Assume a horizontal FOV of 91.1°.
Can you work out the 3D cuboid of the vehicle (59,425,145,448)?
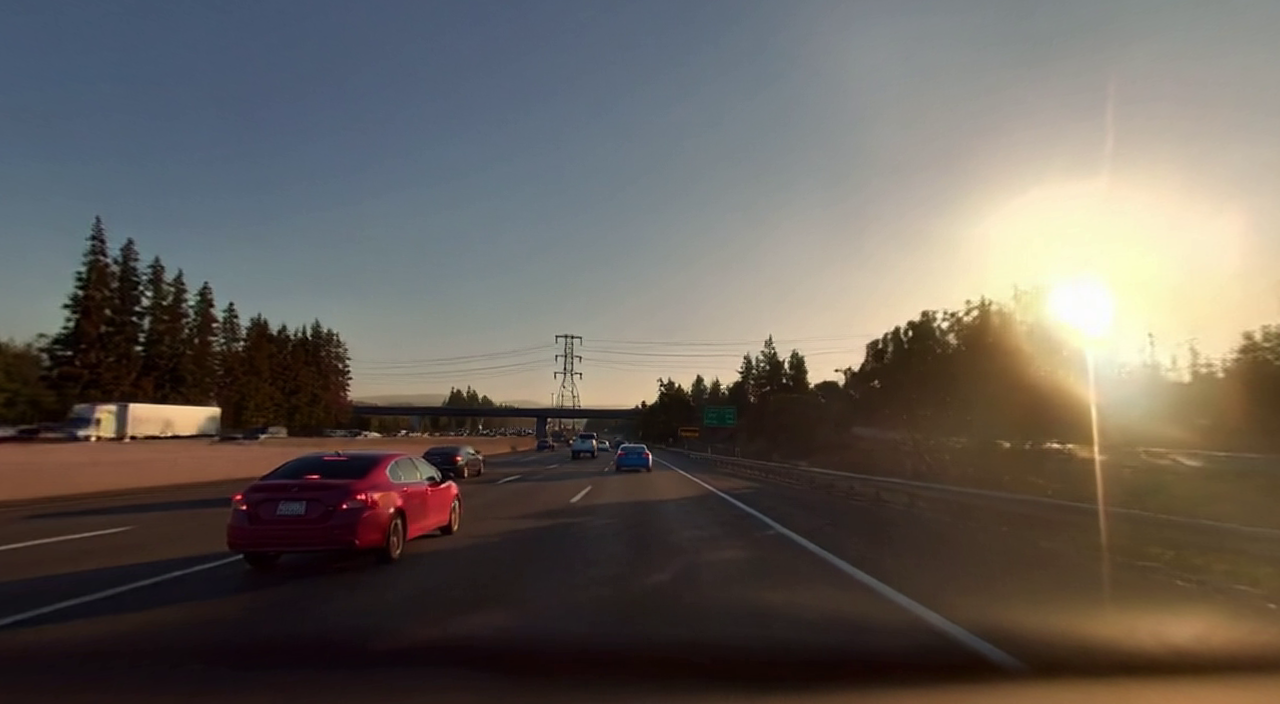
[{"bbox_3d":[-38.037,6.021,44.594,1.823,1.516,4.960,0,-8,-2],"label":"vehicle"}]

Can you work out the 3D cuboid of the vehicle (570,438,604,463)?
[{"bbox_3d":[-3.918,7.300,46.656,2.174,1.806,3.932,0,-8,0],"label":"vehicle"}]

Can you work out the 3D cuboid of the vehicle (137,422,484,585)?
[{"bbox_3d":[-3.674,1.763,8.252,2.035,1.514,4.600,0,-8,1],"label":"vehicle"}]

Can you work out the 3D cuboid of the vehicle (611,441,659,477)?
[{"bbox_3d":[-0.233,4.672,27.707,1.954,1.460,3.983,0,-8,-1],"label":"vehicle"}]
